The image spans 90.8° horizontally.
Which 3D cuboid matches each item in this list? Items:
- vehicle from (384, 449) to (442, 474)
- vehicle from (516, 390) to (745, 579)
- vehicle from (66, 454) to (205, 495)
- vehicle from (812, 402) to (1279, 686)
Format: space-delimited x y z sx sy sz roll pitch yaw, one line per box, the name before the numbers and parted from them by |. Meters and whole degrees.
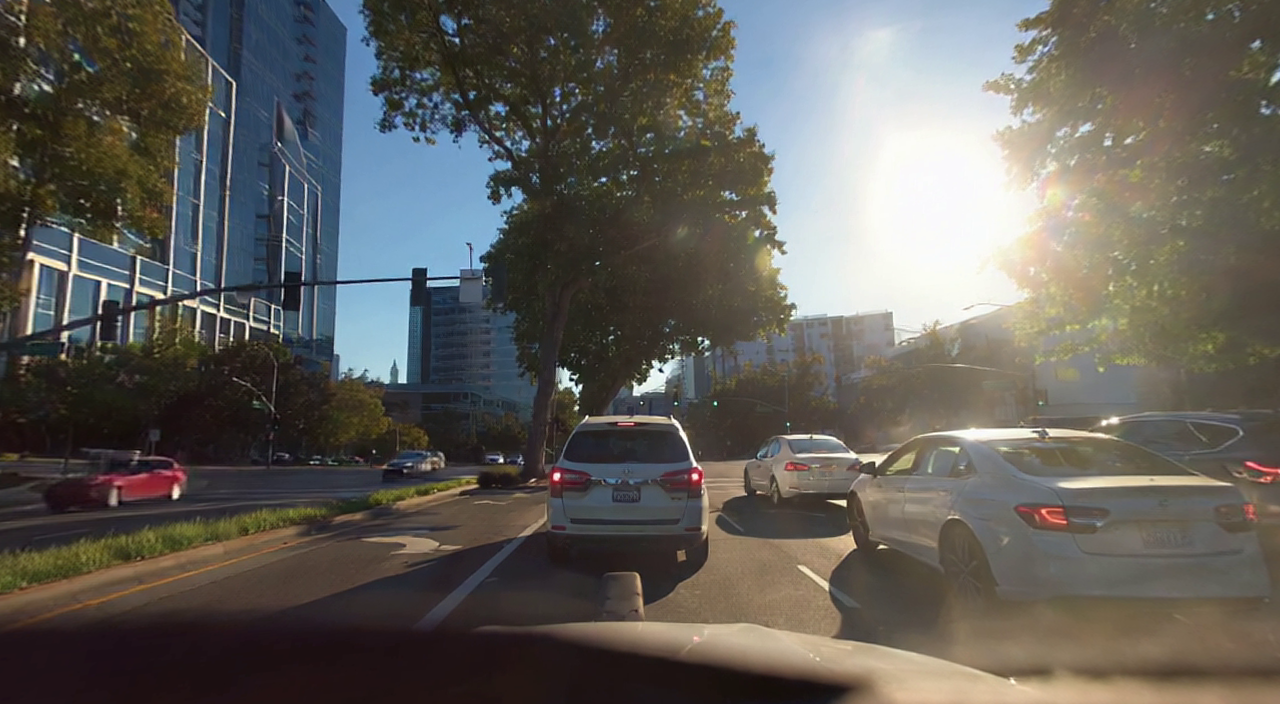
vehicle | -14.599 7.042 40.824 2.035 1.454 4.513 0 -9 0
vehicle | -0.199 1.621 8.445 2.236 1.827 4.316 1 -9 -3
vehicle | -20.615 5.004 26.140 1.899 1.469 4.668 0 -9 0
vehicle | 3.369 1.419 5.962 2.034 1.558 4.774 0 -9 -1
